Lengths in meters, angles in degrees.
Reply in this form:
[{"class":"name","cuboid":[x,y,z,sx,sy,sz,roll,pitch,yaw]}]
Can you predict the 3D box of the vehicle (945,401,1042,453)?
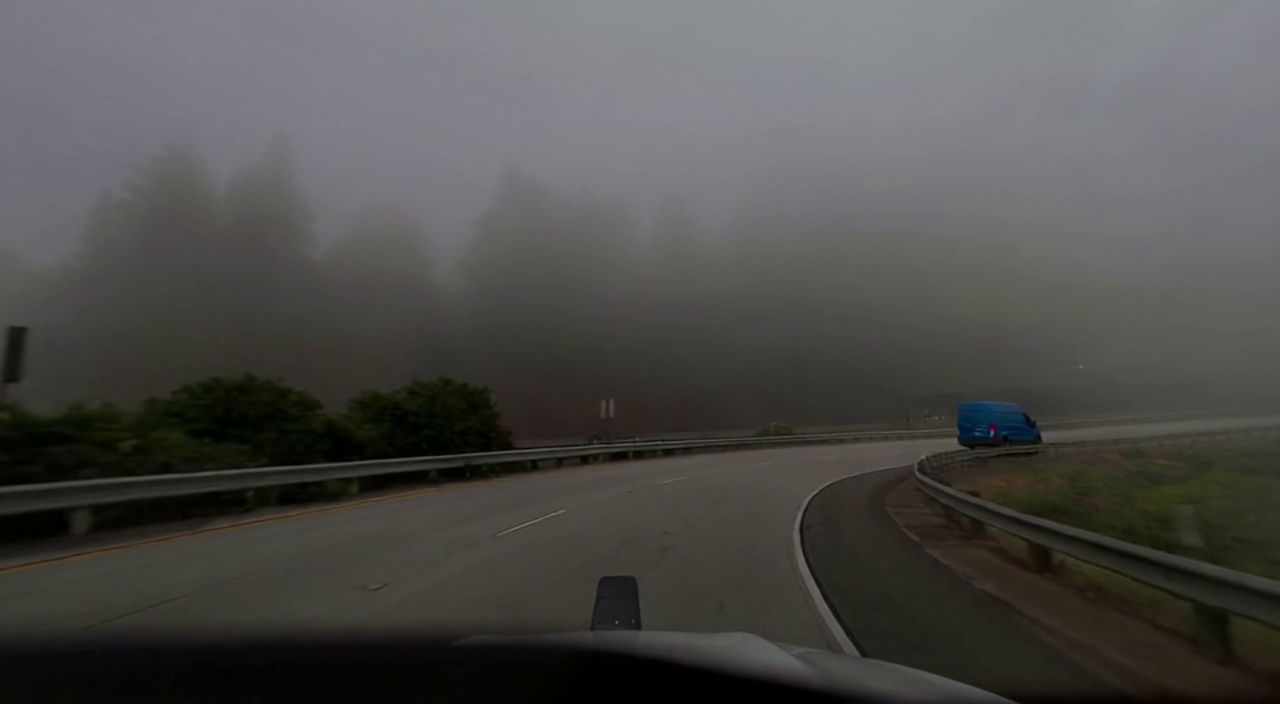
[{"class":"vehicle","cuboid":[19.043,4.085,33.876,5.330,2.577,2.352,6,-10,-35]}]
